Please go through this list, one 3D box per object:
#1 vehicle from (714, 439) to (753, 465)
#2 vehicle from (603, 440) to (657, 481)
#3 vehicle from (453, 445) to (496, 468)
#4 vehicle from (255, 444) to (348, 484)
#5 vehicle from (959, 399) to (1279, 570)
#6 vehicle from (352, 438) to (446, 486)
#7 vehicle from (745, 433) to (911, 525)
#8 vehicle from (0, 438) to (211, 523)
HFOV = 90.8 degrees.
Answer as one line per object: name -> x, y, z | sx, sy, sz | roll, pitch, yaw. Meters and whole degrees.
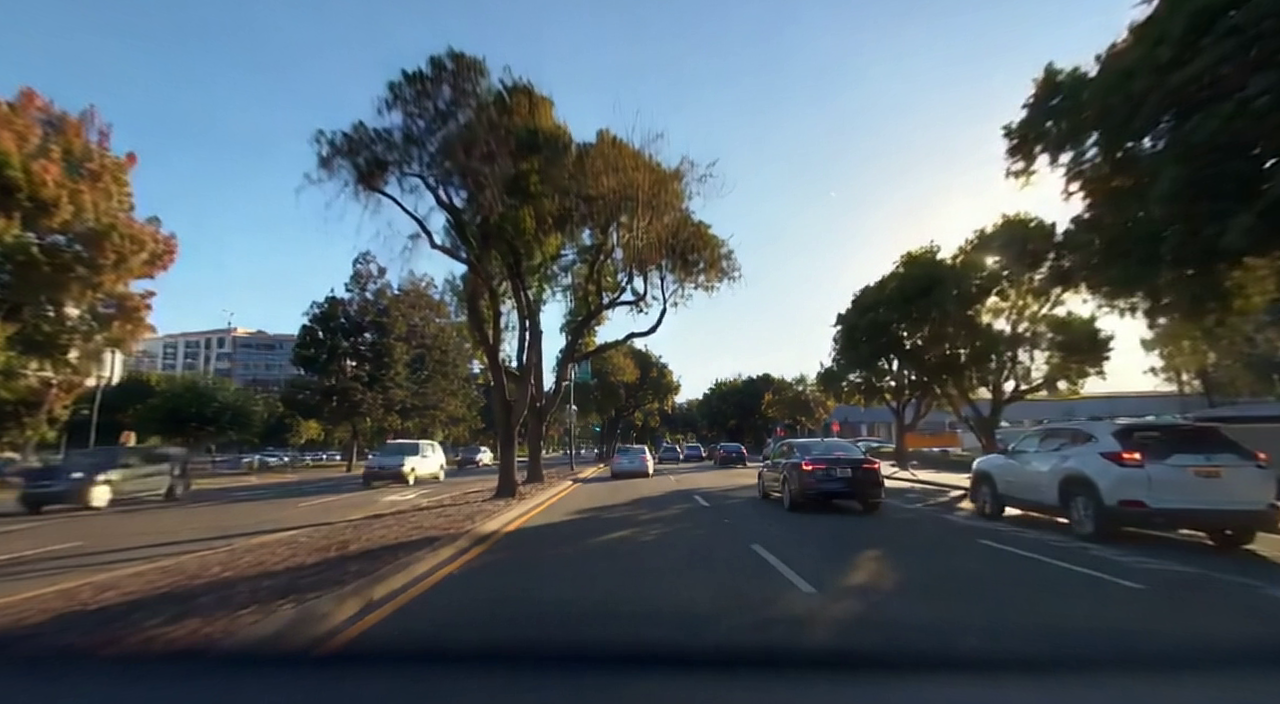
vehicle -> 6.937, 7.483, 47.297 | 2.068, 1.779, 4.567 | 0, -9, -2
vehicle -> -0.400, 4.280, 25.106 | 1.994, 1.479, 3.647 | 0, -9, -1
vehicle -> -12.517, 7.912, 48.075 | 1.973, 1.674, 4.492 | -1, -9, 1
vehicle -> -16.947, 5.588, 31.972 | 1.983, 1.828, 4.833 | -1, -9, 1
vehicle -> 6.913, 1.761, 9.123 | 2.134, 1.810, 4.590 | 0, -9, -1
vehicle -> -9.438, 4.336, 25.183 | 1.950, 1.717, 4.299 | -1, -9, 1
vehicle -> 3.416, 2.391, 12.438 | 1.858, 1.466, 4.230 | 0, -9, -2
vehicle -> -13.179, 3.041, 15.516 | 2.029, 1.737, 4.471 | -1, -9, 1
